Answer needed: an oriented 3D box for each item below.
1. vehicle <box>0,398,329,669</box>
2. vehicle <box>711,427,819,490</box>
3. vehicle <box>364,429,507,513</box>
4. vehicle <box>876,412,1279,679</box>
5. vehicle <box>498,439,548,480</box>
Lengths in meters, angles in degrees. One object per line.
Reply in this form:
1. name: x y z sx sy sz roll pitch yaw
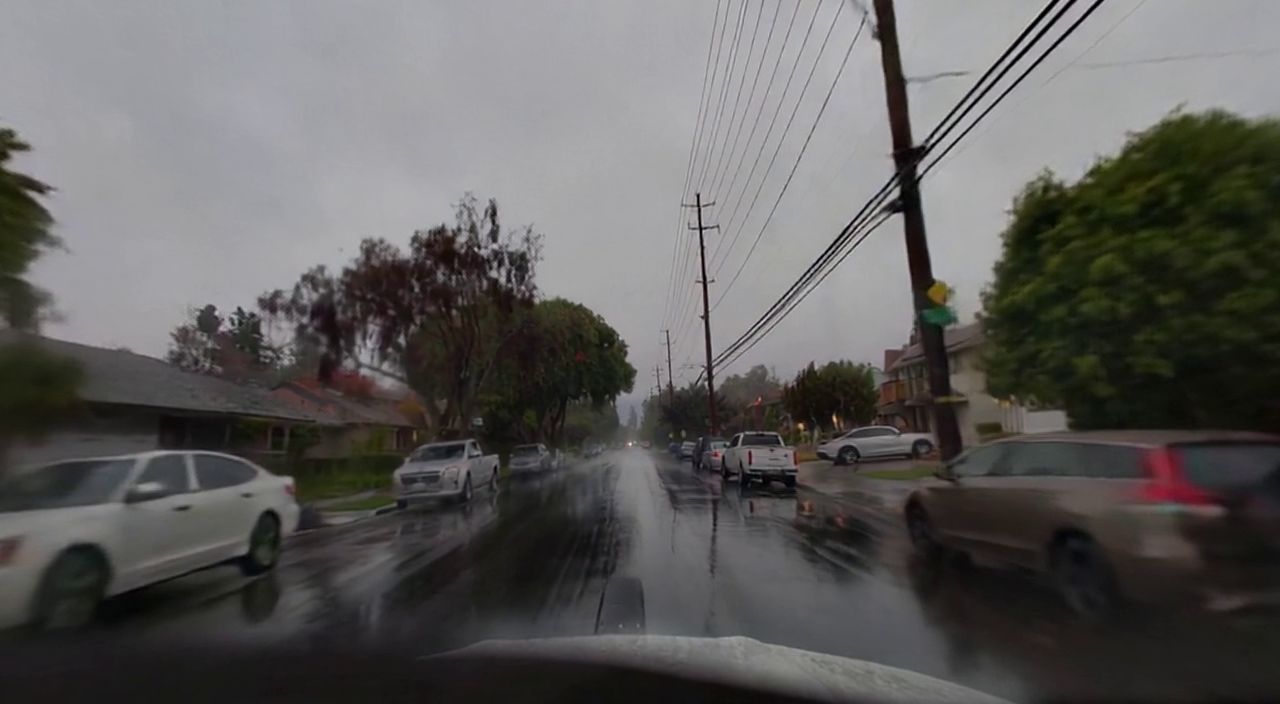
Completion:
1. vehicle: -5.428 1.592 6.514 1.955 1.844 5.109 -3 -8 -1
2. vehicle: 4.018 3.551 21.476 2.279 1.848 5.577 0 -8 -3
3. vehicle: -5.601 3.303 18.283 2.285 1.895 5.883 -3 -8 -1
4. vehicle: 4.226 1.435 5.989 2.051 1.479 4.758 0 -8 -1
5. vehicle: -5.895 5.430 32.369 2.046 1.825 4.627 -3 -7 -6
